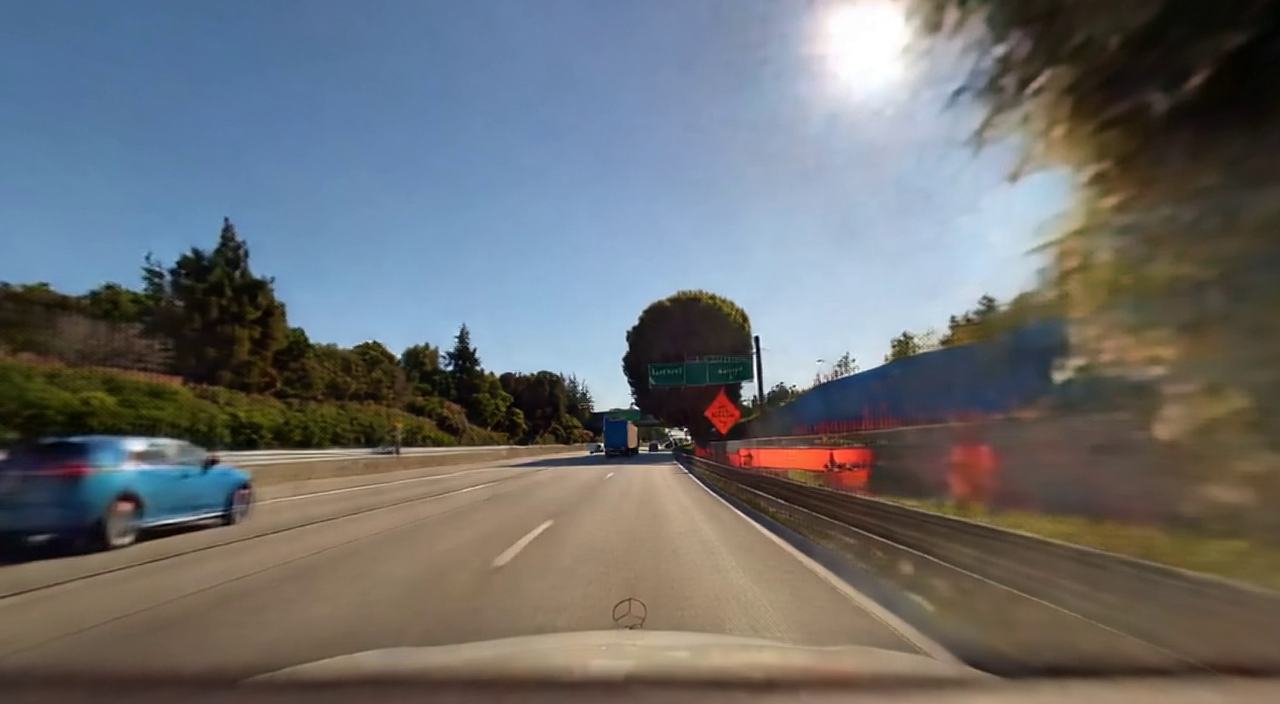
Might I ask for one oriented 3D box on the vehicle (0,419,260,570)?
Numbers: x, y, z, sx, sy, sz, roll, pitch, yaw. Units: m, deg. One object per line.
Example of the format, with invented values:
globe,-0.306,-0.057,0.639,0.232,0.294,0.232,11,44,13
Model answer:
vehicle,-7.451,1.820,8.661,1.893,1.566,4.051,0,-9,0
